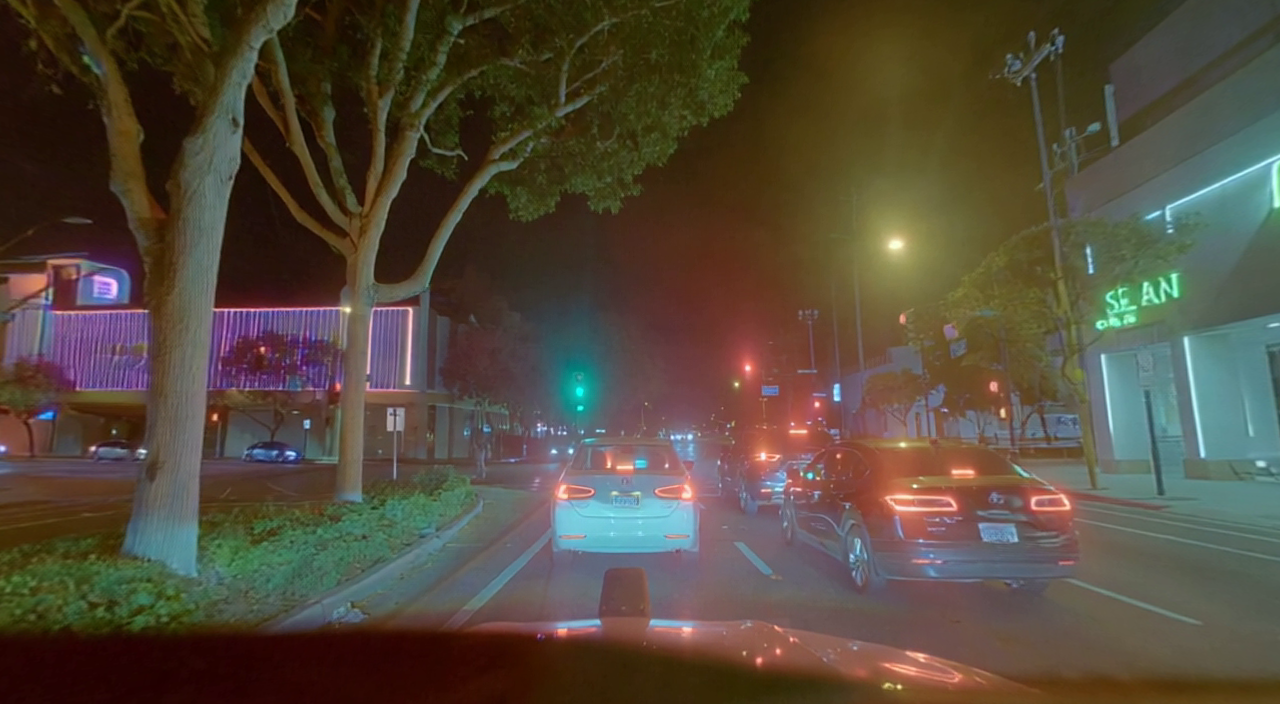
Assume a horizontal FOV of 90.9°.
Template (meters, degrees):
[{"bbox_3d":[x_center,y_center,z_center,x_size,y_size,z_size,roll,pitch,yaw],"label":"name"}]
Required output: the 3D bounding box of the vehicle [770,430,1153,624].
[{"bbox_3d":[2.906,1.650,6.997,1.893,1.446,4.270,0,-8,-2],"label":"vehicle"}]

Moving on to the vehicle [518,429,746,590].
[{"bbox_3d":[-0.091,1.758,7.933,2.087,1.456,4.143,0,-8,0],"label":"vehicle"}]
